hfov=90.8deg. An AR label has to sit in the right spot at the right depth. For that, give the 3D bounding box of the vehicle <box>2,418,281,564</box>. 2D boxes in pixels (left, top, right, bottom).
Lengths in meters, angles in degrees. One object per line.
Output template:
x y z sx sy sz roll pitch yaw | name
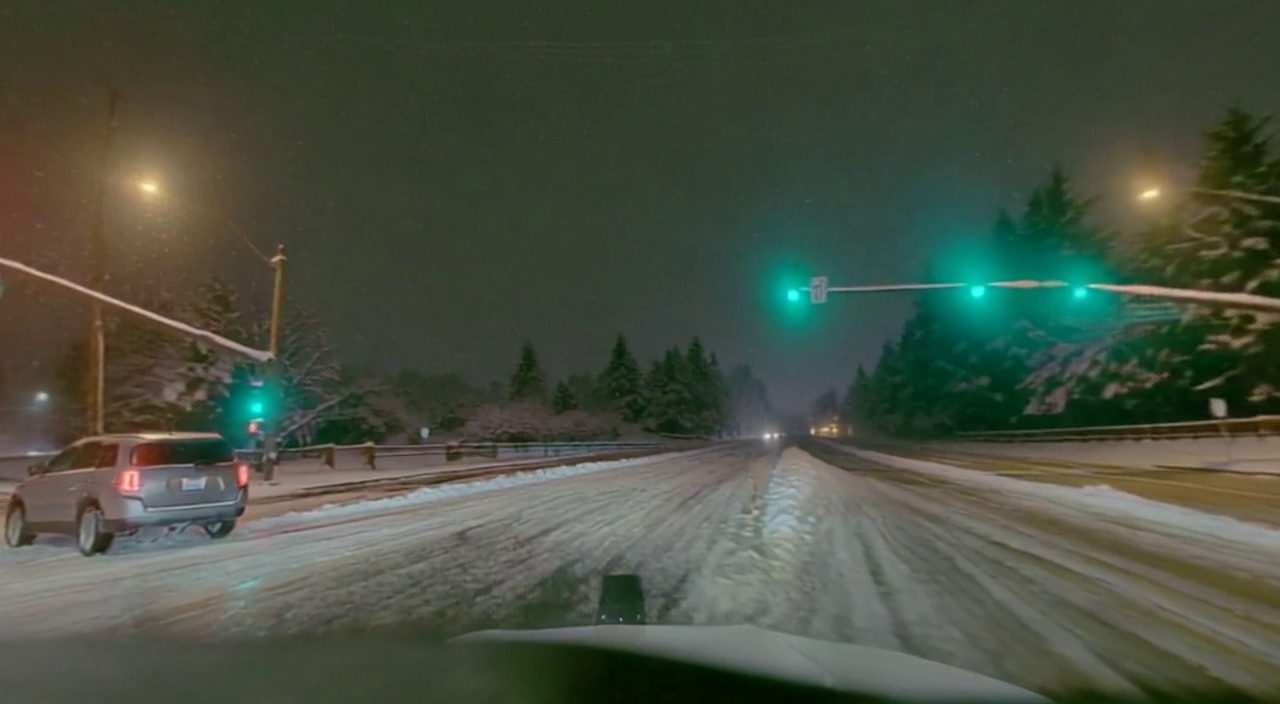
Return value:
-8.174 2.075 10.278 4.580 1.827 2.230 -6 -10 35 | vehicle
